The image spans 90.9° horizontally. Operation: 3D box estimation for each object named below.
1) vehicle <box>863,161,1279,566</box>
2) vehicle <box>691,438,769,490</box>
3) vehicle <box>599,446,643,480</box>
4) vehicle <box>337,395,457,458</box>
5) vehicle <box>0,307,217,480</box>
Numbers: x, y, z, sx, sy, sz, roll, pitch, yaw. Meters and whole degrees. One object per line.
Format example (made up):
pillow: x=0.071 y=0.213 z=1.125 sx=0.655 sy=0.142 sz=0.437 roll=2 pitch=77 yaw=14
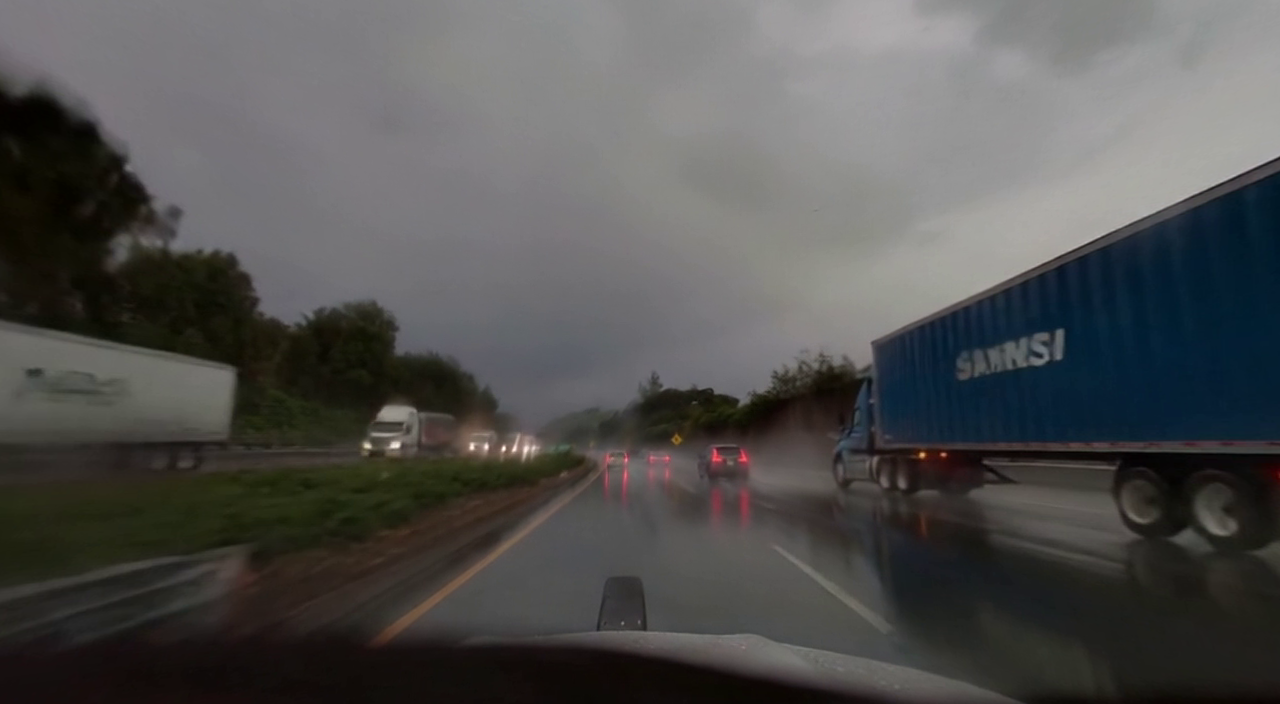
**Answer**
vehicle: x=7.813 y=0.763 z=10.364 sx=2.965 sy=3.990 sz=14.227 roll=0 pitch=-9 yaw=-1
vehicle: x=2.996 y=3.863 z=21.882 sx=2.013 sy=1.623 sz=3.916 roll=0 pitch=-9 yaw=-2
vehicle: x=-0.940 y=5.494 z=31.384 sx=2.050 sy=1.534 sz=3.771 roll=0 pitch=-9 yaw=-2
vehicle: x=-17.314 y=5.899 z=46.955 sx=2.926 sy=3.856 sz=16.459 roll=1 pitch=-9 yaw=-2
vehicle: x=-16.440 y=1.019 z=15.003 sx=2.877 sy=4.006 sz=14.271 roll=0 pitch=-9 yaw=0
